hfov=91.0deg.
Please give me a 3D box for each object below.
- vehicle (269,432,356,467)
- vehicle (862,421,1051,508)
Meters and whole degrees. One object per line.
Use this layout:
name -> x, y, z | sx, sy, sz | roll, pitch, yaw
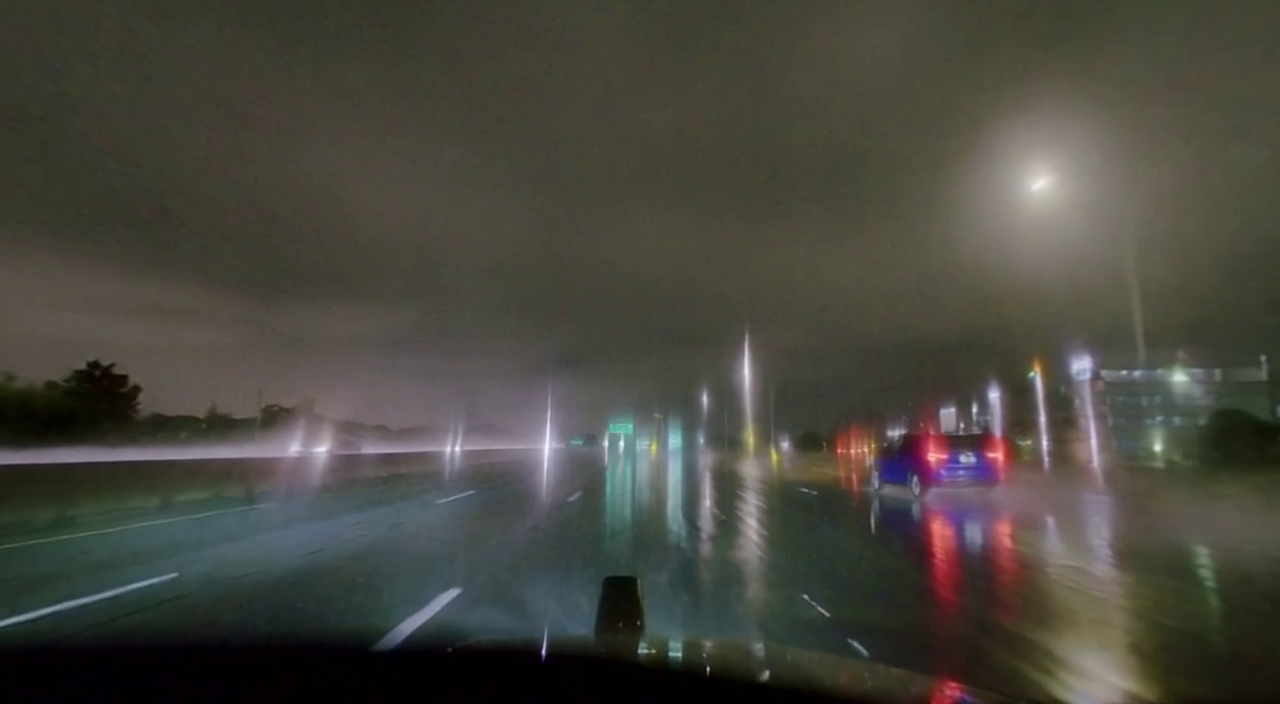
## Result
vehicle -> -19.332, 5.796, 37.503 | 2.232, 1.919, 5.412 | 0, -9, 0
vehicle -> 7.094, 2.577, 14.774 | 2.091, 1.711, 4.383 | 0, -9, -1
